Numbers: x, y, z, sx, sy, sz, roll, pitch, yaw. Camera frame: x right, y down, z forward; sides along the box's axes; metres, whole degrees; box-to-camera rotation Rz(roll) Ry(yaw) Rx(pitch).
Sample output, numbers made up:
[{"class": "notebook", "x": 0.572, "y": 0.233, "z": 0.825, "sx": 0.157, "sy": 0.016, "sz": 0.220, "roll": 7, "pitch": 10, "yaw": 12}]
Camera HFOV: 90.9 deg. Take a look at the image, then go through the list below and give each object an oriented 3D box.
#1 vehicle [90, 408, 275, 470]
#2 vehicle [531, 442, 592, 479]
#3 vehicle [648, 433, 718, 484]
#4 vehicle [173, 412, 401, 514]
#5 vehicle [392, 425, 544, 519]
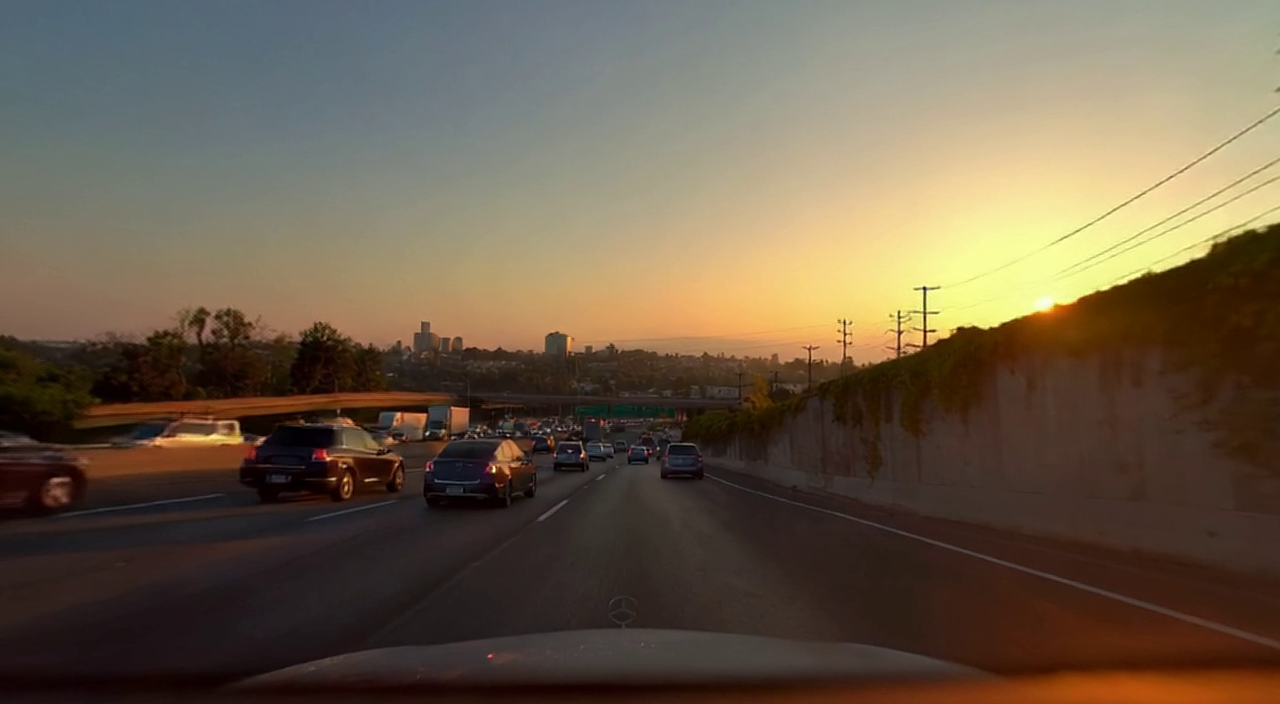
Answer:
[{"class": "vehicle", "x": -16.059, "y": 3.184, "z": 22.733, "sx": 2.235, "sy": 1.923, "sz": 5.808, "roll": 0, "pitch": -9, "yaw": 1}, {"class": "vehicle", "x": -3.437, "y": 4.894, "z": 28.637, "sx": 2.049, "sy": 1.530, "sz": 4.707, "roll": 0, "pitch": -9, "yaw": 1}, {"class": "vehicle", "x": 1.887, "y": 5.013, "z": 29.992, "sx": 2.793, "sy": 2.132, "sz": 5.682, "roll": 1, "pitch": -9, "yaw": -1}, {"class": "vehicle", "x": -7.275, "y": 2.360, "z": 13.772, "sx": 2.222, "sy": 1.825, "sz": 4.640, "roll": 0, "pitch": -9, "yaw": 0}, {"class": "vehicle", "x": -3.556, "y": 2.574, "z": 14.040, "sx": 2.026, "sy": 1.719, "sz": 4.490, "roll": 0, "pitch": -9, "yaw": 1}]
